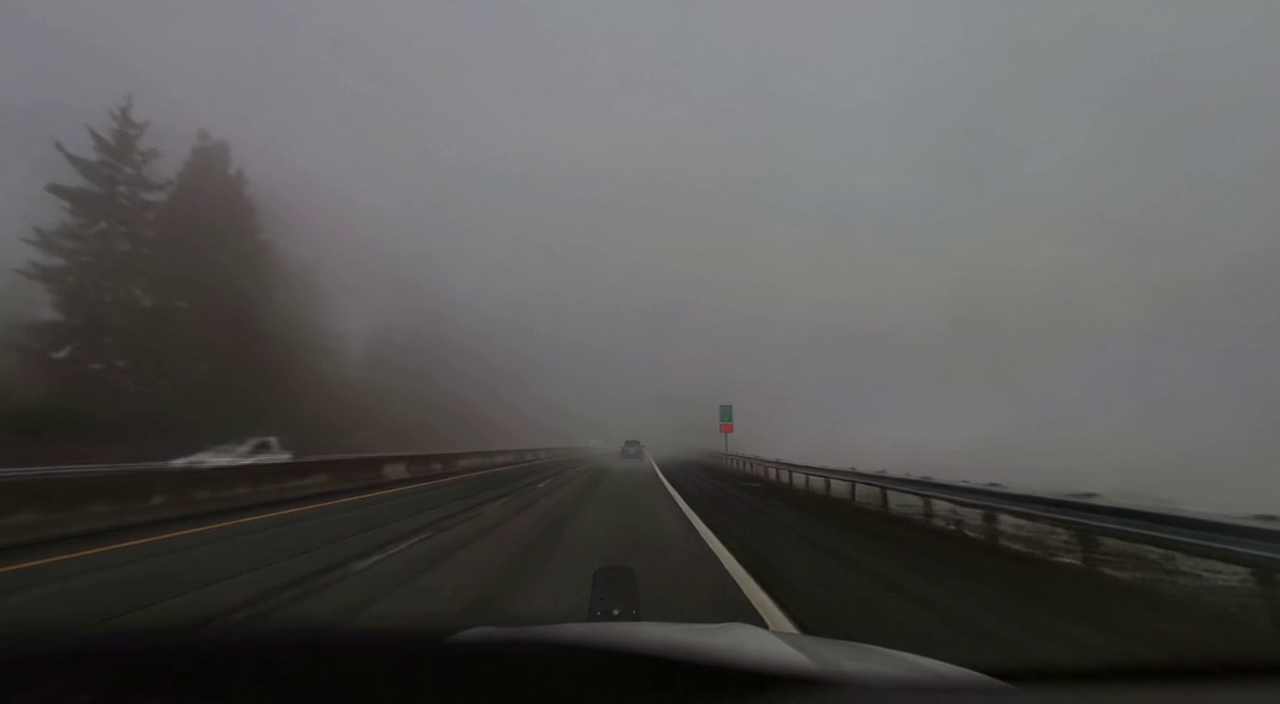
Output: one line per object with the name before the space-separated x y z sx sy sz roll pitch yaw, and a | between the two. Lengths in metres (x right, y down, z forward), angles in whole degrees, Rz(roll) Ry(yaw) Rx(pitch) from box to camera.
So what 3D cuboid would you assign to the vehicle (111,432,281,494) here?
vehicle | -14.180 3.538 20.571 2.097 1.750 4.773 0 -8 -1
